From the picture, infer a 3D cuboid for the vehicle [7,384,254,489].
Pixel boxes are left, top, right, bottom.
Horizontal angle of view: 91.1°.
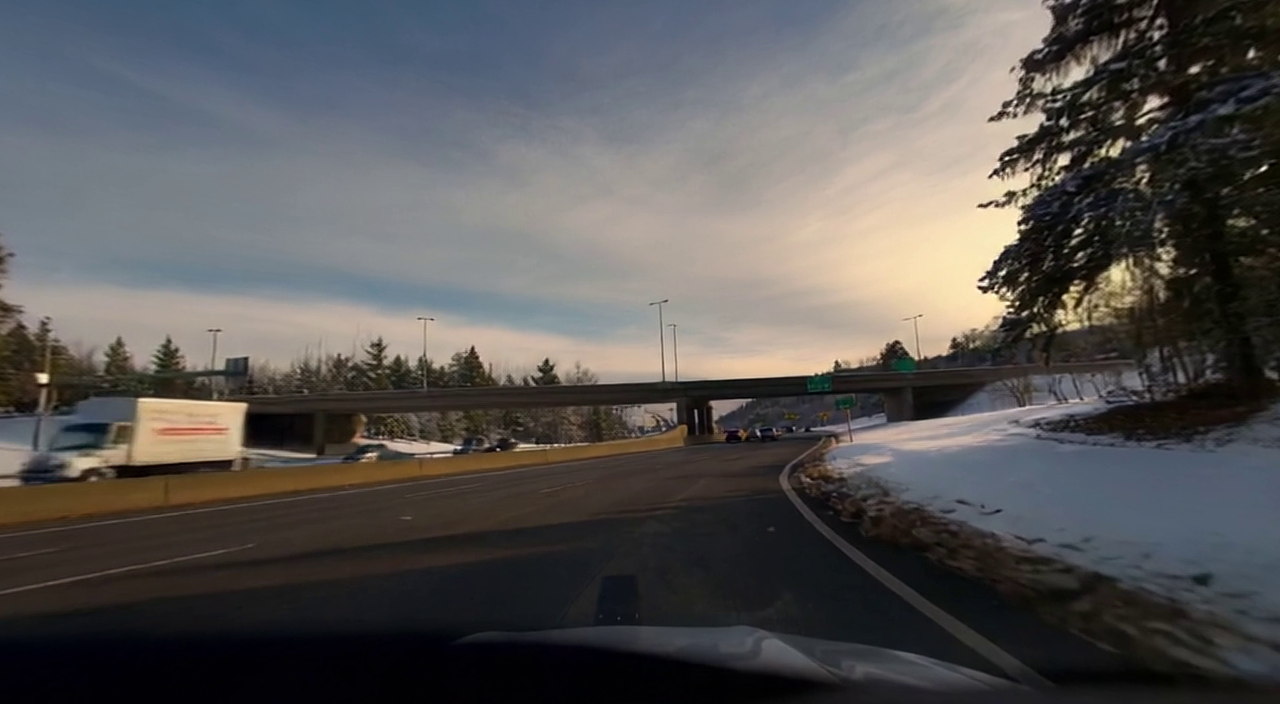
[{"bbox_3d":[-20.495,3.513,26.034,2.974,3.663,7.183,-3,-8,19],"label":"vehicle"}]
